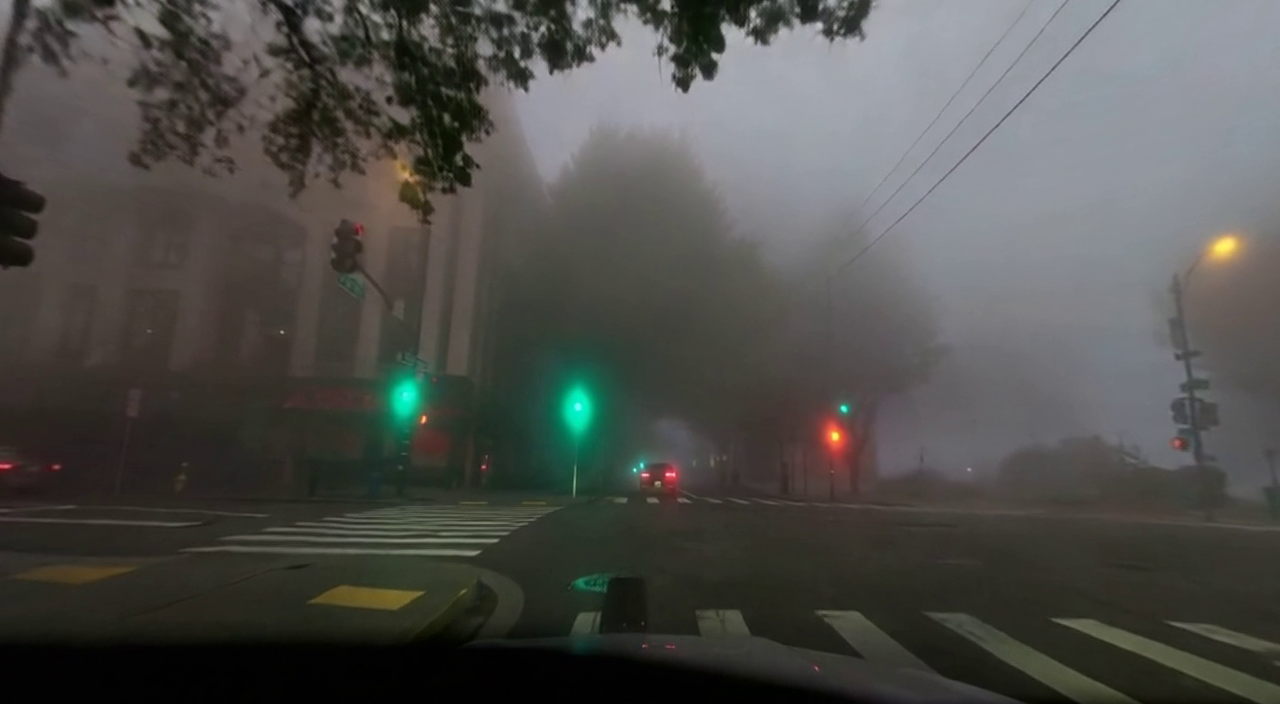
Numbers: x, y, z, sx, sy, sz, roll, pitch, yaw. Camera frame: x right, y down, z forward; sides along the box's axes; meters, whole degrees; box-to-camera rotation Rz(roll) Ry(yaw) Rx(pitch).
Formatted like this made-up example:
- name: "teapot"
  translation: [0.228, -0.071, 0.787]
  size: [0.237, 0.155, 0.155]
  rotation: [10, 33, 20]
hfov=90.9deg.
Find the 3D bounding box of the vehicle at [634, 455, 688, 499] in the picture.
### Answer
- name: "vehicle"
  translation: [0.819, 5.174, 26.364]
  size: [2.079, 1.621, 3.861]
  rotation: [0, -9, 0]
